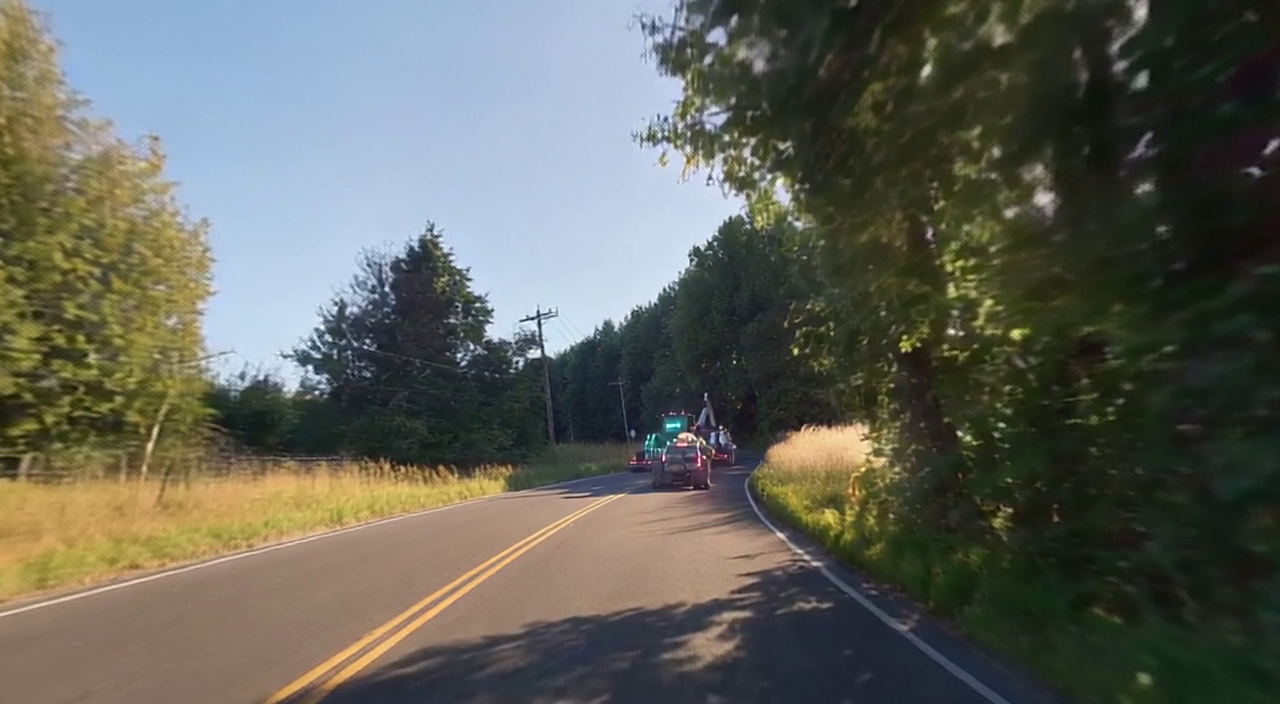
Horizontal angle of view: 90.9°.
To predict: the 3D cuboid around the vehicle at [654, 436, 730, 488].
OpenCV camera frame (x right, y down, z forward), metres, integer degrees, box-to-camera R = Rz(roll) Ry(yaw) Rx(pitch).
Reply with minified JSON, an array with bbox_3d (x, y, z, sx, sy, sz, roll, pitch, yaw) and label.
[{"bbox_3d":[1.780,3.511,20.498,2.196,1.465,4.294,-1,-8,7],"label":"vehicle"}]
